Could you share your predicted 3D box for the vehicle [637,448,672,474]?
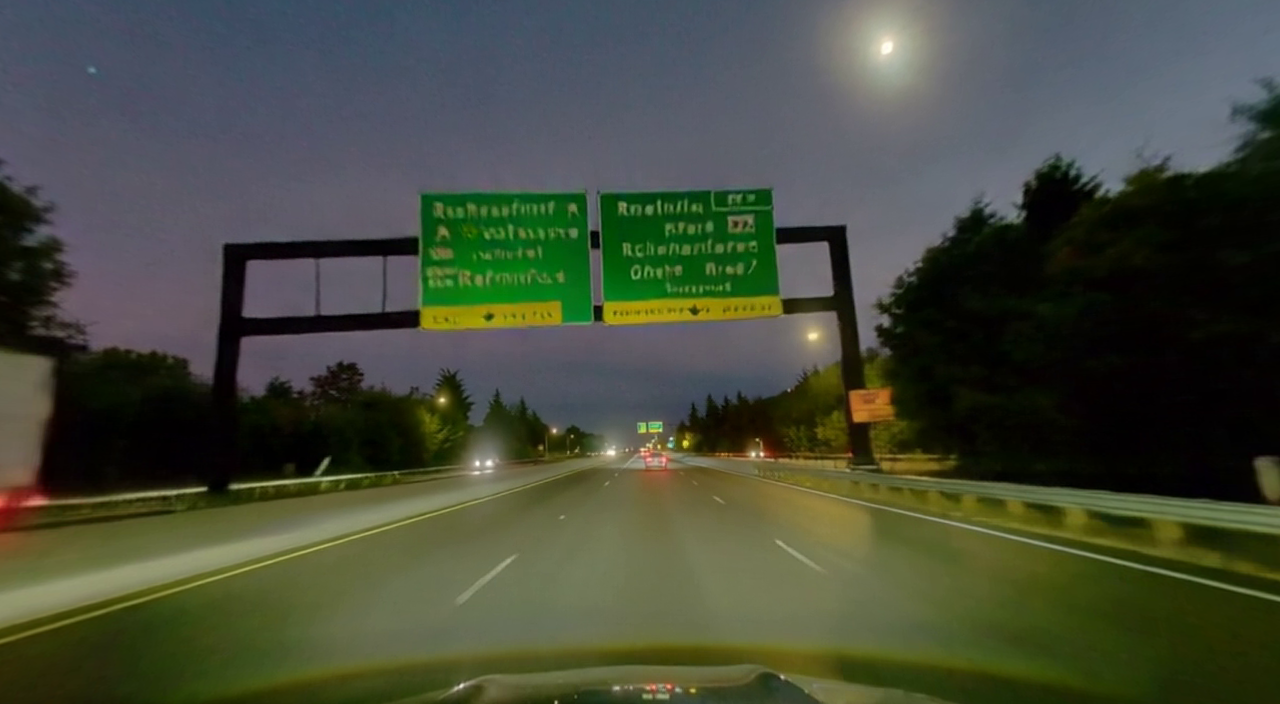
[{"bbox_3d":[0.836,6.708,38.903,2.036,1.457,3.471,0,-9,-1],"label":"vehicle"}]
